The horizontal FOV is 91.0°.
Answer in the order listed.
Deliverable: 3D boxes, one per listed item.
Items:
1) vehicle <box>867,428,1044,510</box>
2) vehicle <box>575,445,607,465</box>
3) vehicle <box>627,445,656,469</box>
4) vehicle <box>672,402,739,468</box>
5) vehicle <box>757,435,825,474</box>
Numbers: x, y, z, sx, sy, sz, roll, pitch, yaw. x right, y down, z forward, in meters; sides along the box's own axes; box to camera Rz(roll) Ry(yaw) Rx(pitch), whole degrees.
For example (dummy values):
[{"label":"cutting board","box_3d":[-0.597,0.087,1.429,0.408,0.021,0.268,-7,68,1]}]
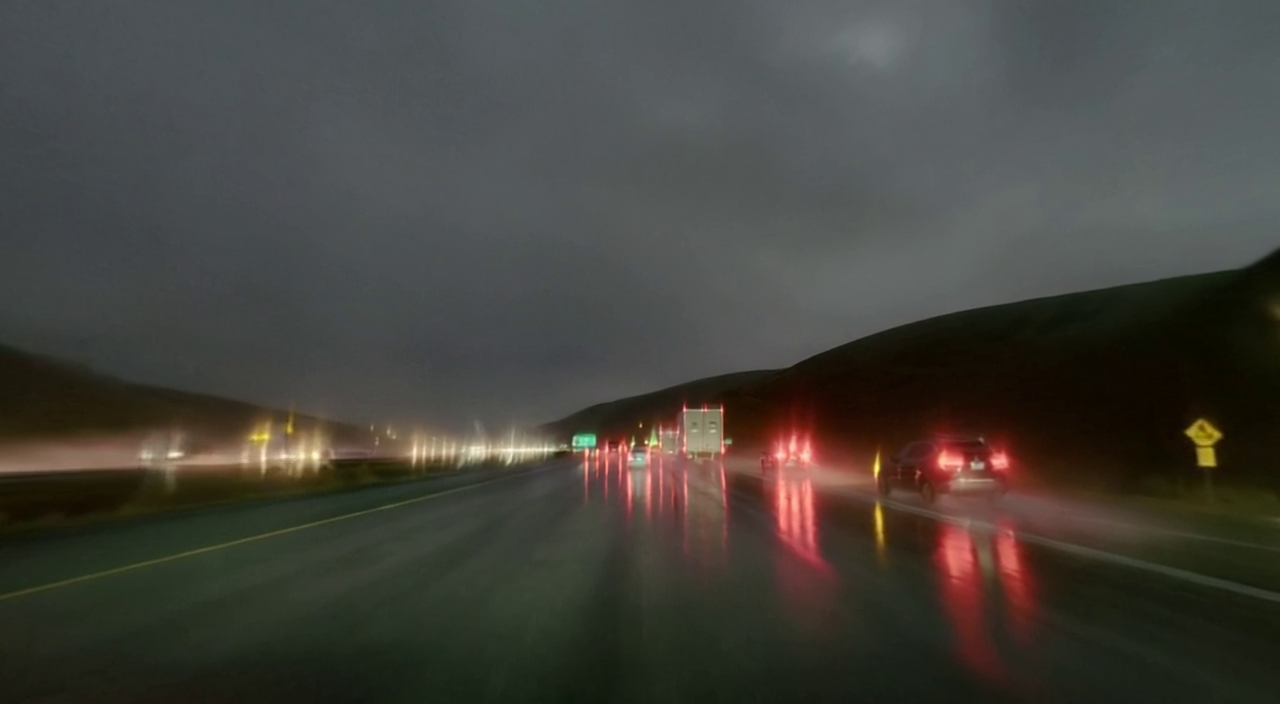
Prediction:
[{"label":"vehicle","box_3d":[7.369,2.774,15.353,2.044,1.676,4.421,0,-9,1]},{"label":"vehicle","box_3d":[-3.696,7.907,48.486,2.132,1.506,4.256,0,-9,0]},{"label":"vehicle","box_3d":[0.081,6.956,42.054,1.866,1.492,3.932,0,-9,-1]},{"label":"vehicle","box_3d":[3.914,5.468,40.783,3.130,3.607,11.129,0,-9,0]},{"label":"vehicle","box_3d":[7.364,5.045,31.174,2.143,1.775,4.729,0,-9,0]}]
